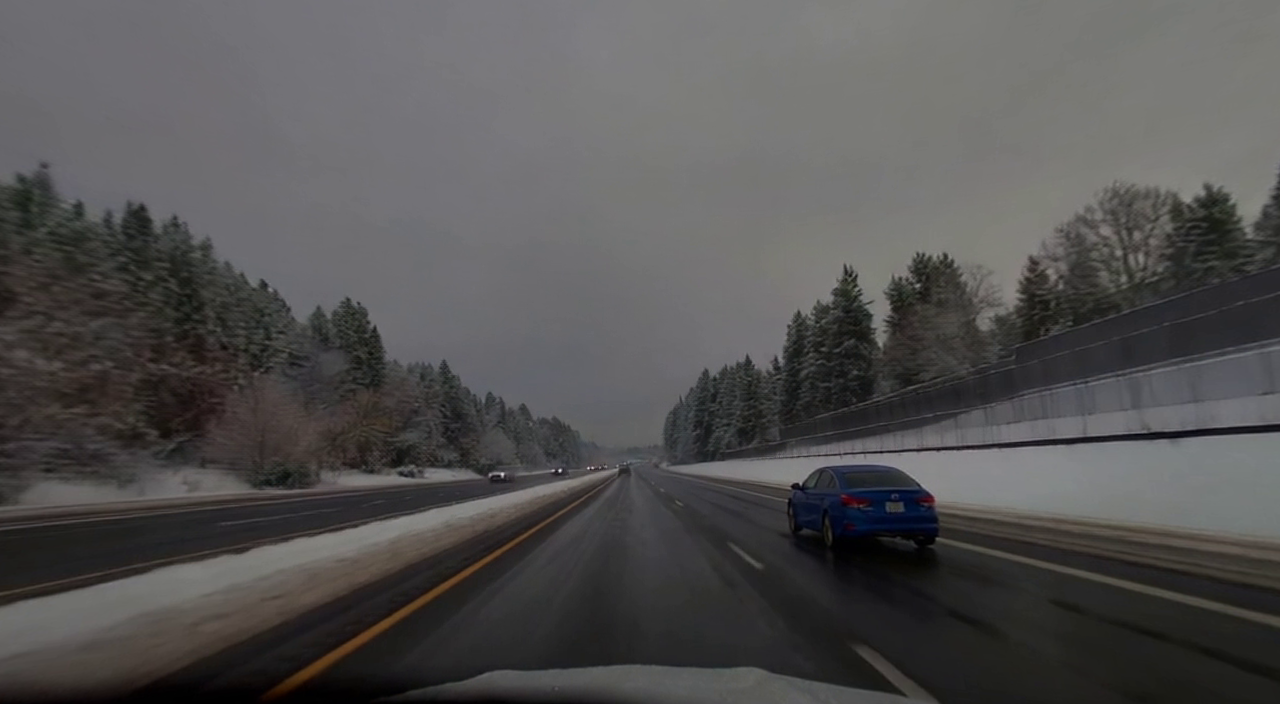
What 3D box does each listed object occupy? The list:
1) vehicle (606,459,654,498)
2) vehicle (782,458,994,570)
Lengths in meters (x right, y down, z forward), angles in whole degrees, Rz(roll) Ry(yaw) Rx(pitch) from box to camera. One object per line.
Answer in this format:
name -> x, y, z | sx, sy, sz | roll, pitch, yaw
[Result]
vehicle -> -0.458, 5.772, 28.972 | 2.037, 1.605, 3.833 | 1, -11, -1
vehicle -> 3.909, 2.636, 10.830 | 1.938, 1.494, 4.032 | 1, -11, -1
